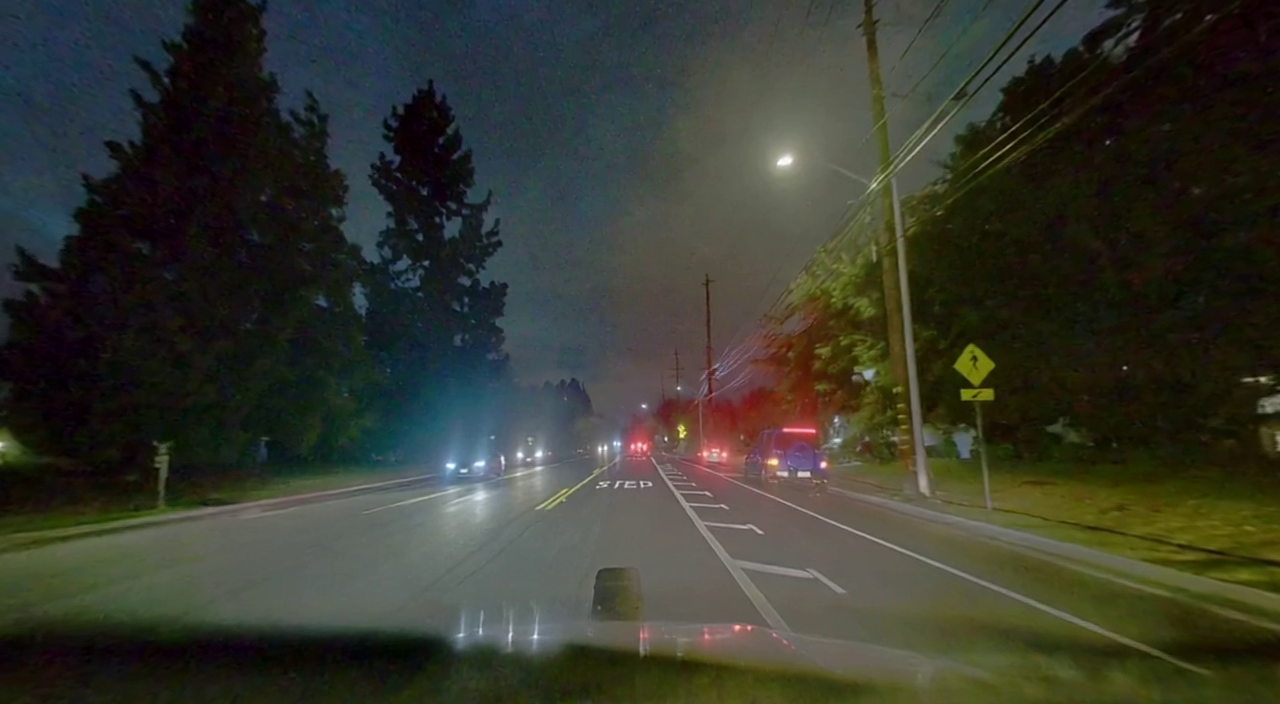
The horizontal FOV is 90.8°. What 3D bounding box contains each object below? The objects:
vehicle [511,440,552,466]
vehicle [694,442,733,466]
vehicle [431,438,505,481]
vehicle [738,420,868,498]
[{"bbox_3d":[-7.406,6.971,43.662,1.989,1.706,4.495,0,-8,1],"label":"vehicle"},{"bbox_3d":[4.751,6.692,41.564,1.987,1.479,4.562,0,-8,0],"label":"vehicle"},{"bbox_3d":[-7.394,4.658,27.627,1.979,1.711,4.331,0,-8,0],"label":"vehicle"},{"bbox_3d":[4.695,3.226,19.504,2.335,1.972,6.368,0,-8,0],"label":"vehicle"}]
